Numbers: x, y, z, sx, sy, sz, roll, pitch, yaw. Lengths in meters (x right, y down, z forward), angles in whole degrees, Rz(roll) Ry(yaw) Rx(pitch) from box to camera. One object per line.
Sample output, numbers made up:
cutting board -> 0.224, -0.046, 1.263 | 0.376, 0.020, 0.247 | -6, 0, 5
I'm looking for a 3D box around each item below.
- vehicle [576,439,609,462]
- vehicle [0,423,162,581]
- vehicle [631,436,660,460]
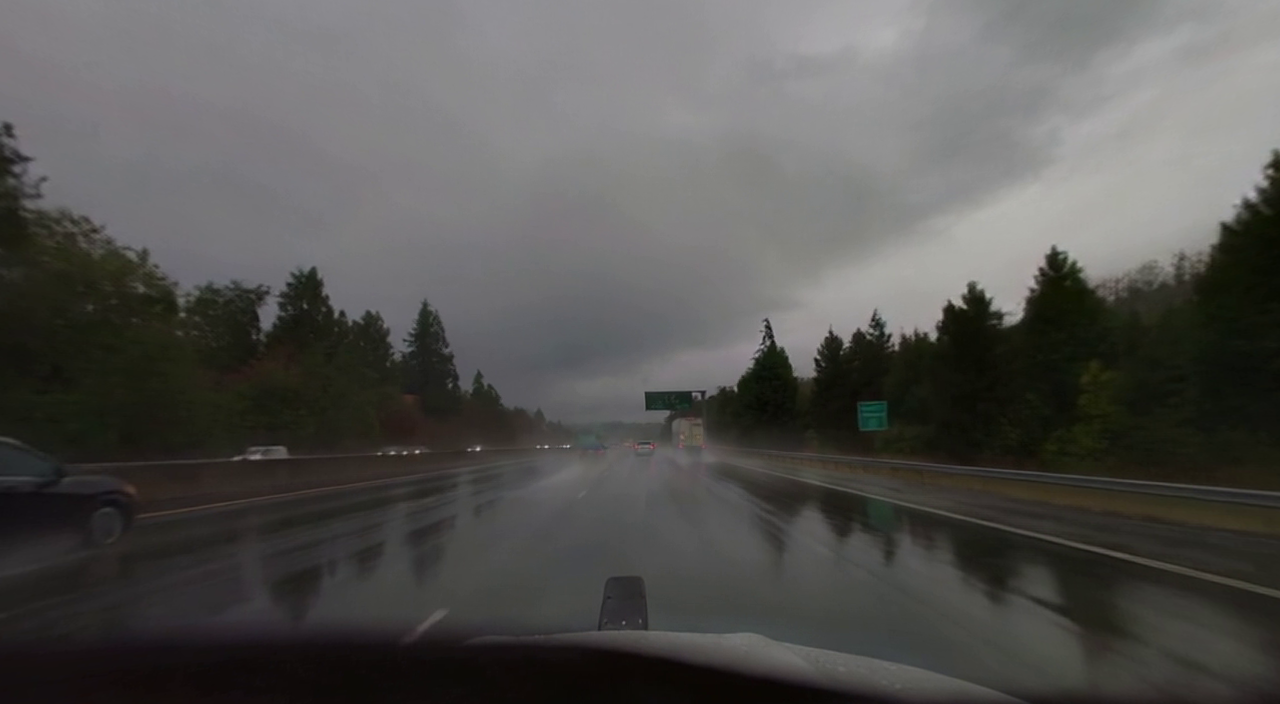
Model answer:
vehicle -> -3.388, 7.111, 45.440 | 2.025, 1.571, 3.662 | 0, -9, 1
vehicle -> -7.173, 1.385, 5.675 | 1.947, 1.513, 4.751 | 0, -9, 1
vehicle -> 0.408, 7.583, 49.721 | 2.212, 1.807, 4.372 | 0, -9, 0
